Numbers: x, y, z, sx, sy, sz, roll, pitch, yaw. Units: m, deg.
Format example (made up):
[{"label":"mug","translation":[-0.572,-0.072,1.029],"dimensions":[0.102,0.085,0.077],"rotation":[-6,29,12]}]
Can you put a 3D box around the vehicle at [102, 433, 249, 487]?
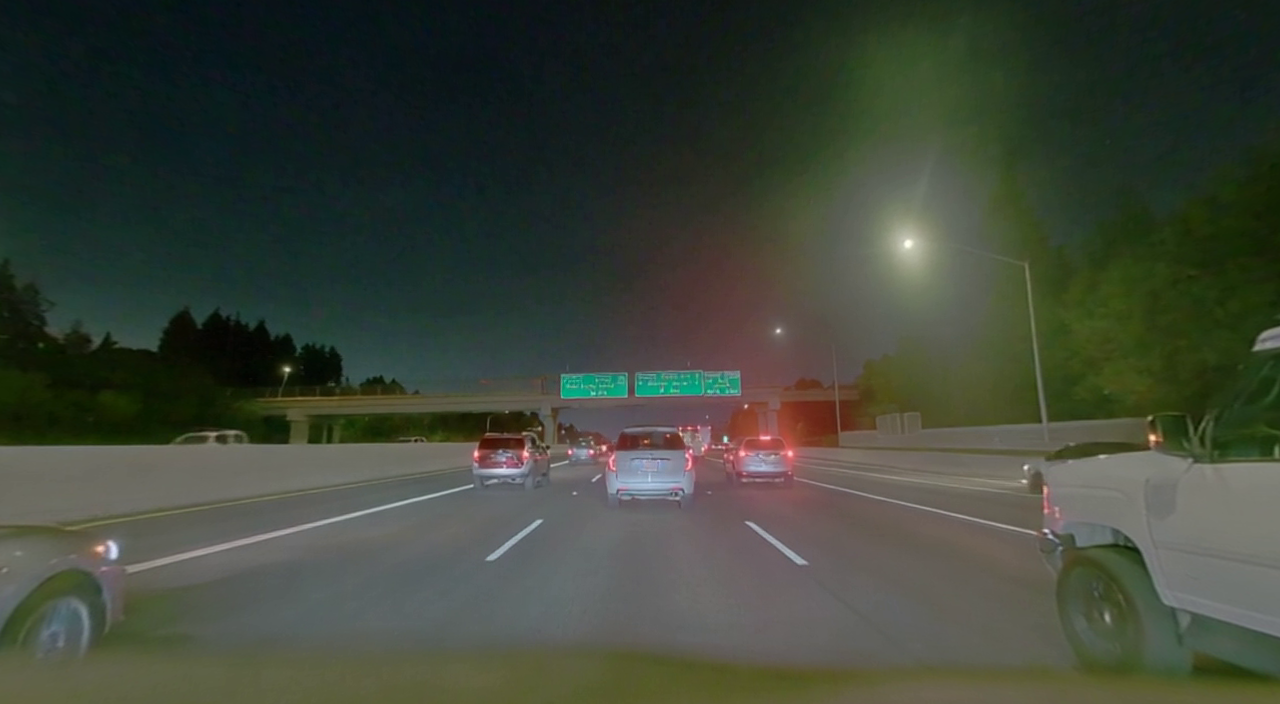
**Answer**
[{"label":"vehicle","translation":[-18.416,4.292,25.346],"dimensions":[2.090,1.916,4.843],"rotation":[0,-8,1]}]

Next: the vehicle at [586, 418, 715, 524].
[{"label":"vehicle","translation":[0.219,2.337,12.850],"dimensions":[2.181,1.756,4.167],"rotation":[0,-9,1]}]

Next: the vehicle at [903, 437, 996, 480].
[{"label":"vehicle","translation":[13.856,4.782,28.513],"dimensions":[2.085,1.754,4.466],"rotation":[0,-9,3]}]

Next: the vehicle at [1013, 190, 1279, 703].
[{"label":"vehicle","translation":[3.548,0.367,1.313],"dimensions":[2.300,2.242,5.327],"rotation":[0,-9,1]}]

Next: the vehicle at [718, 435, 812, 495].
[{"label":"vehicle","translation":[3.719,3.458,19.687],"dimensions":[2.022,1.633,4.651],"rotation":[0,-8,0]}]

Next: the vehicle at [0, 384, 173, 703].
[{"label":"vehicle","translation":[-3.749,0.706,1.197],"dimensions":[2.014,1.579,4.761],"rotation":[0,-9,1]}]

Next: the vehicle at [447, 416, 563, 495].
[{"label":"vehicle","translation":[-4.055,3.259,20.178],"dimensions":[2.212,2.101,6.052],"rotation":[0,-9,1]}]
